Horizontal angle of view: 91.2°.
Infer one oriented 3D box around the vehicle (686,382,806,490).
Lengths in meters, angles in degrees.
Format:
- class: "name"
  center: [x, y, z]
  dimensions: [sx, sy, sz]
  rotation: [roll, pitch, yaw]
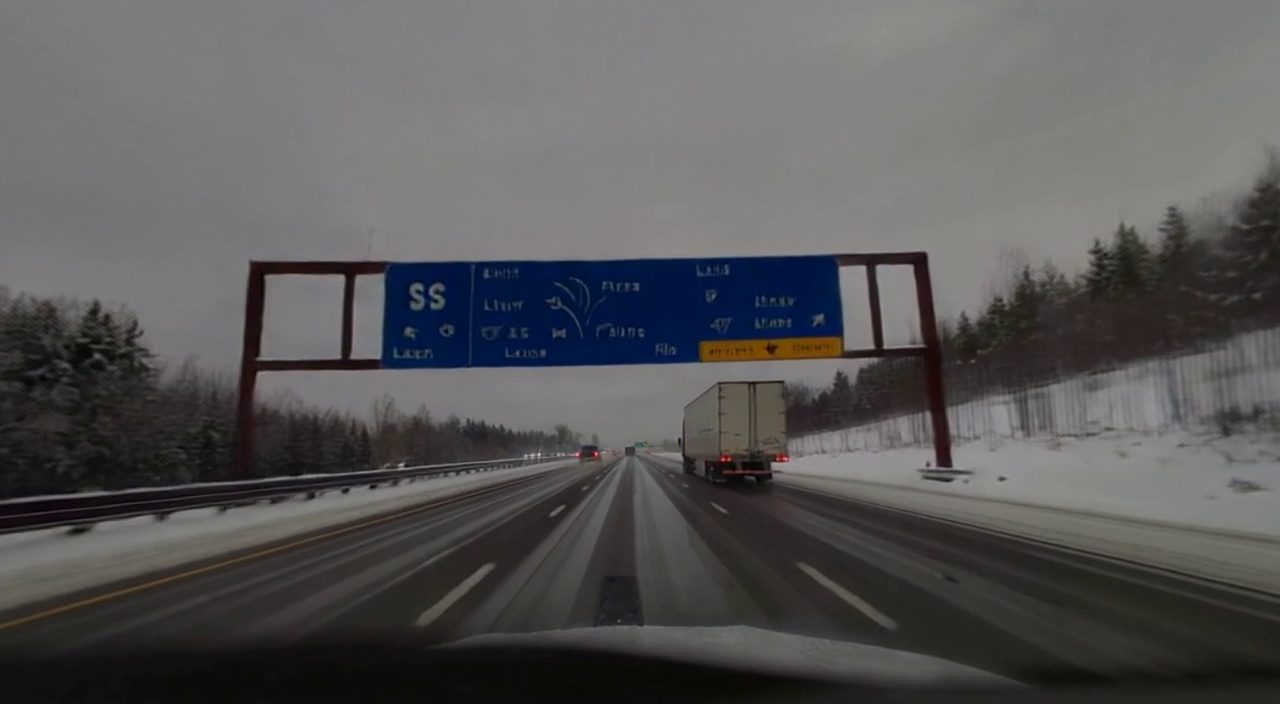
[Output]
- class: "vehicle"
  center: [3.916, 3.685, 26.587]
  dimensions: [2.823, 3.509, 12.118]
  rotation: [0, -9, -1]
